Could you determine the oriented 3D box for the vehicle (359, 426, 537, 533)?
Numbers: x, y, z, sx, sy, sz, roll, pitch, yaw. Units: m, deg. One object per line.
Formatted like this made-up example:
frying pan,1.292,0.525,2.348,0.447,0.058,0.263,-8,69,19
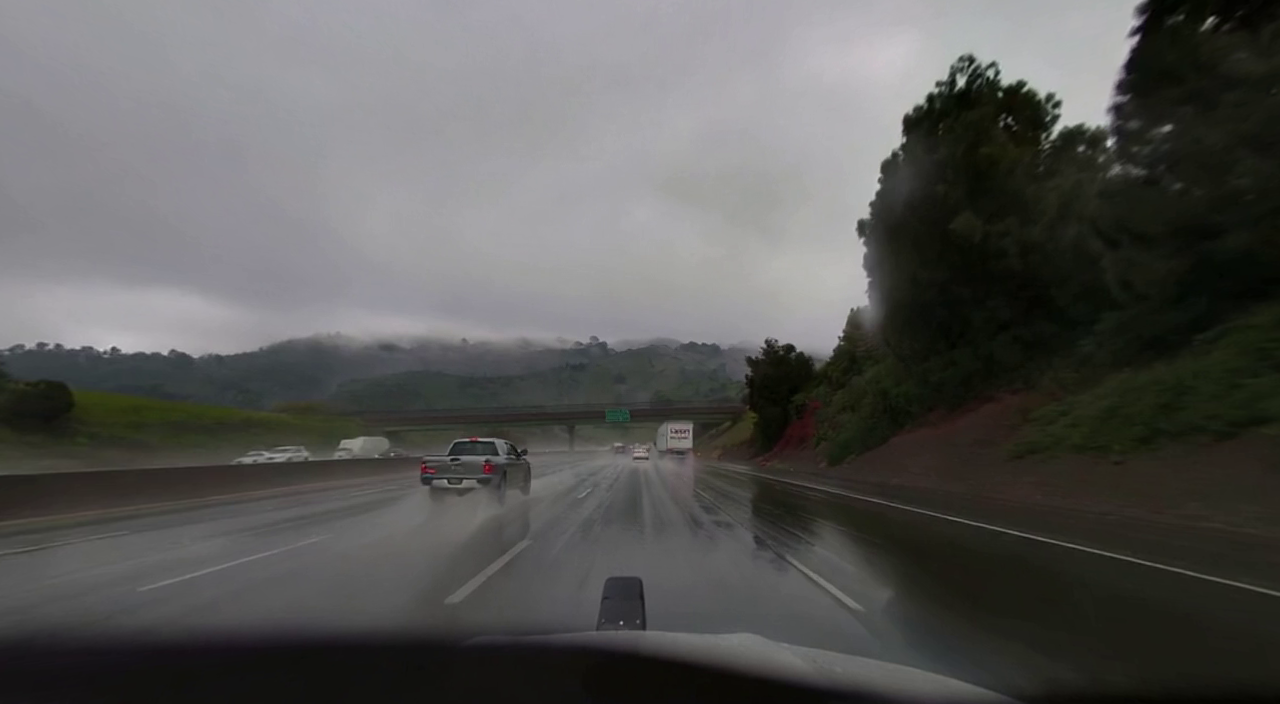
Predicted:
vehicle,-3.354,2.334,12.071,2.052,1.654,4.303,0,-9,0
